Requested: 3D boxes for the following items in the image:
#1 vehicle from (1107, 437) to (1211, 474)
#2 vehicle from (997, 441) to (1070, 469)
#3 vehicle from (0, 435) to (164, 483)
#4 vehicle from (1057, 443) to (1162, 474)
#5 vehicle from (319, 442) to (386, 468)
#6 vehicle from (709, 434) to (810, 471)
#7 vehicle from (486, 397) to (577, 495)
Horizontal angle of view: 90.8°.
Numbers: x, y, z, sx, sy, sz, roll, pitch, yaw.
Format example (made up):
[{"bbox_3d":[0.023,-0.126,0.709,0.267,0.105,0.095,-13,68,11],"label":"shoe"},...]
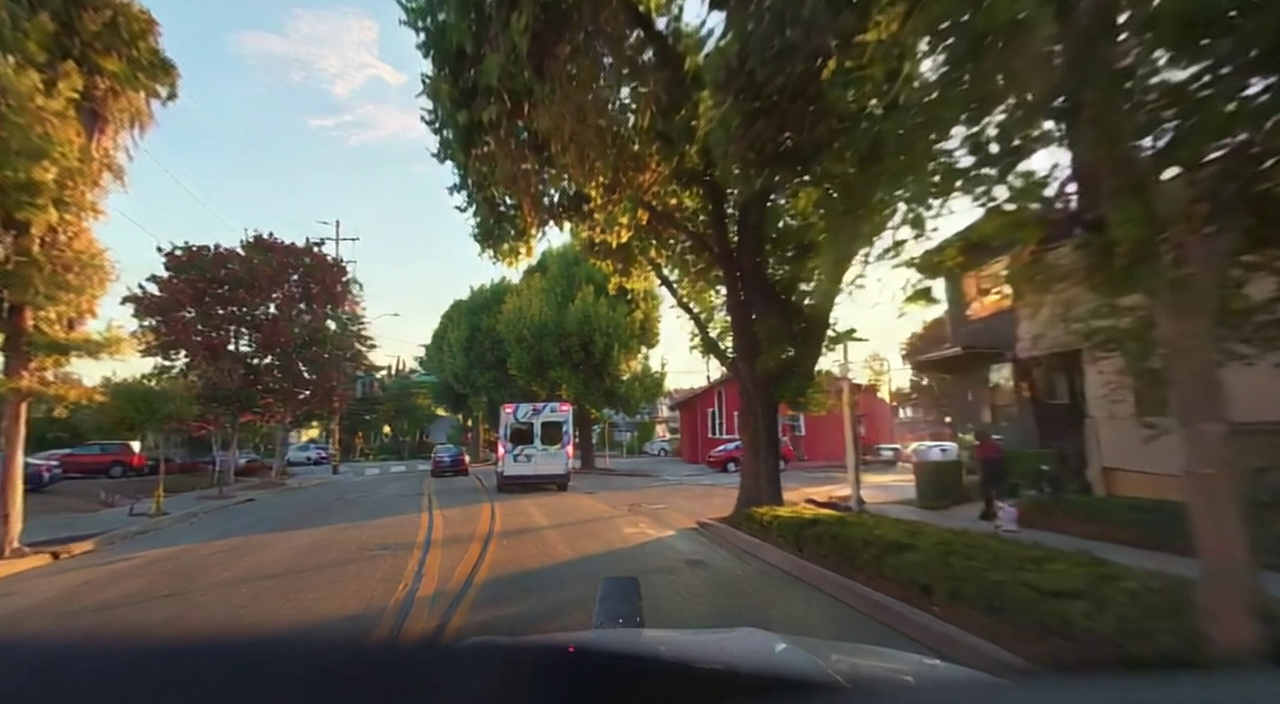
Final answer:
[{"bbox_3d":[27.400,5.465,33.566,1.894,1.784,4.355,-1,-8,3],"label":"vehicle"},{"bbox_3d":[25.033,6.517,40.386,1.899,1.635,4.603,-1,-8,4],"label":"vehicle"},{"bbox_3d":[-23.497,4.377,25.749,5.910,1.681,2.579,1,-11,-16],"label":"vehicle"},{"bbox_3d":[24.840,5.639,33.700,1.861,1.470,4.867,-1,-8,0],"label":"vehicle"},{"bbox_3d":[-20.702,7.392,45.431,4.502,1.810,2.056,-5,-9,28],"label":"vehicle"},{"bbox_3d":[6.754,5.739,36.261,5.270,1.966,2.329,-1,-8,0],"label":"vehicle"},{"bbox_3d":[-3.512,2.932,19.974,2.444,2.640,5.482,1,-8,-12],"label":"vehicle"}]
